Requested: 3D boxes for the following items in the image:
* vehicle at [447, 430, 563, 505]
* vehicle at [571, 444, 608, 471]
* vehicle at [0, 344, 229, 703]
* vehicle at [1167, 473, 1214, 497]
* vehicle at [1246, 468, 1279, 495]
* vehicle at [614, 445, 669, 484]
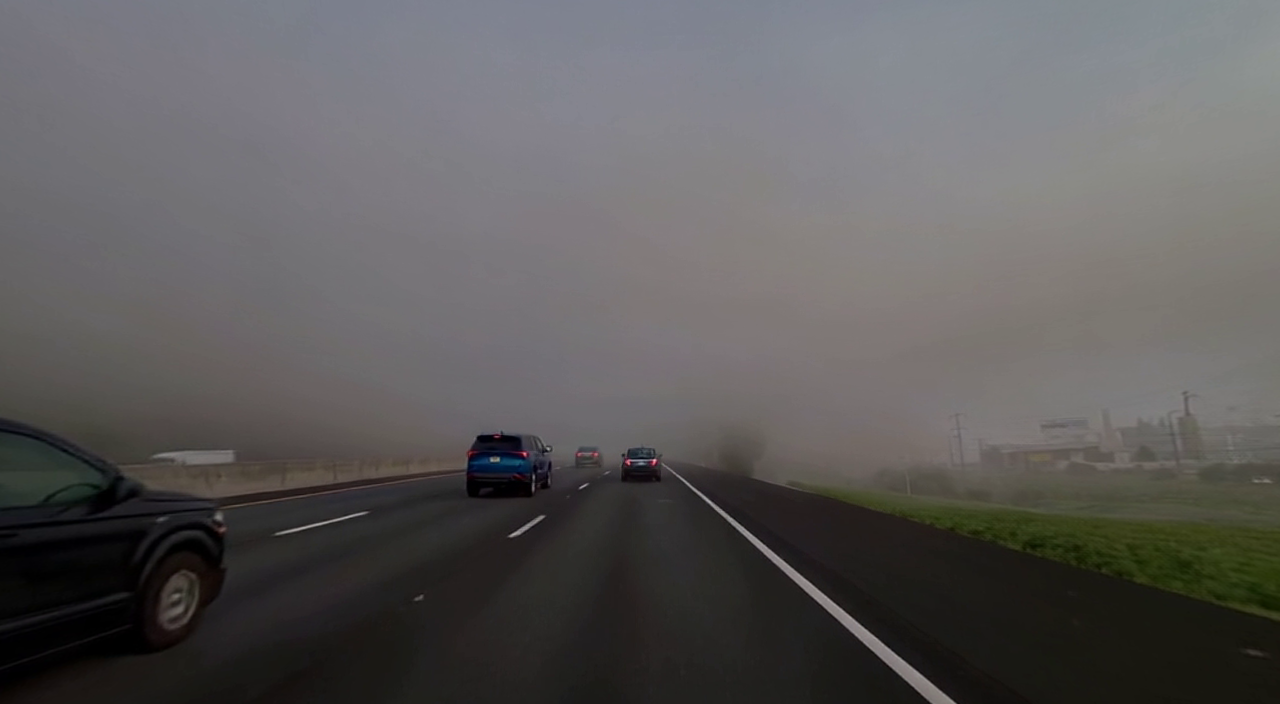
[{"bbox_3d":[-3.575,3.162,17.698,2.133,1.789,4.518,-1,-8,2],"label":"vehicle"},{"bbox_3d":[-3.387,7.130,42.957,1.993,1.717,4.321,-1,-9,2],"label":"vehicle"},{"bbox_3d":[-4.203,0.742,1.977,2.198,1.848,5.346,0,-8,0],"label":"vehicle"},{"bbox_3d":[39.784,9.572,45.552,4.203,1.418,1.942,8,-12,-42],"label":"vehicle"},{"bbox_3d":[47.660,9.669,47.162,4.590,1.756,2.059,5,-10,-30],"label":"vehicle"},{"bbox_3d":[0.039,4.541,25.784,2.047,1.473,3.978,0,-8,0],"label":"vehicle"}]
